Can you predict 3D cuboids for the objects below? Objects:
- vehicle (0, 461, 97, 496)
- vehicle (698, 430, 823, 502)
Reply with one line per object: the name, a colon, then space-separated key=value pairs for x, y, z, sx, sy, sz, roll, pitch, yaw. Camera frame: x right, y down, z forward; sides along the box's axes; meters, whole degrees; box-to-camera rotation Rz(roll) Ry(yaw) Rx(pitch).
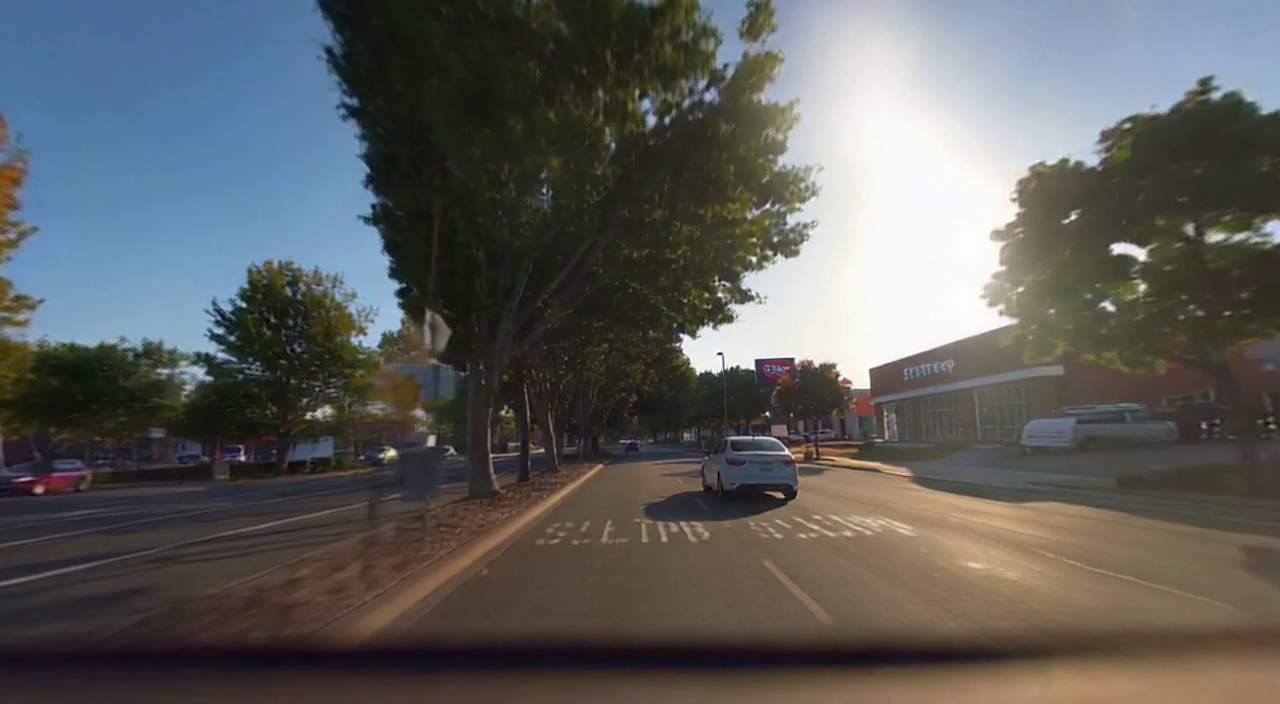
vehicle: x=-27.513 y=5.679 z=28.314 sx=4.294 sy=1.417 sz=1.802 roll=5 pitch=-10 yaw=-30
vehicle: x=2.718 y=2.702 z=15.344 sx=2.015 sy=1.479 sz=4.444 roll=0 pitch=-8 yaw=-2
